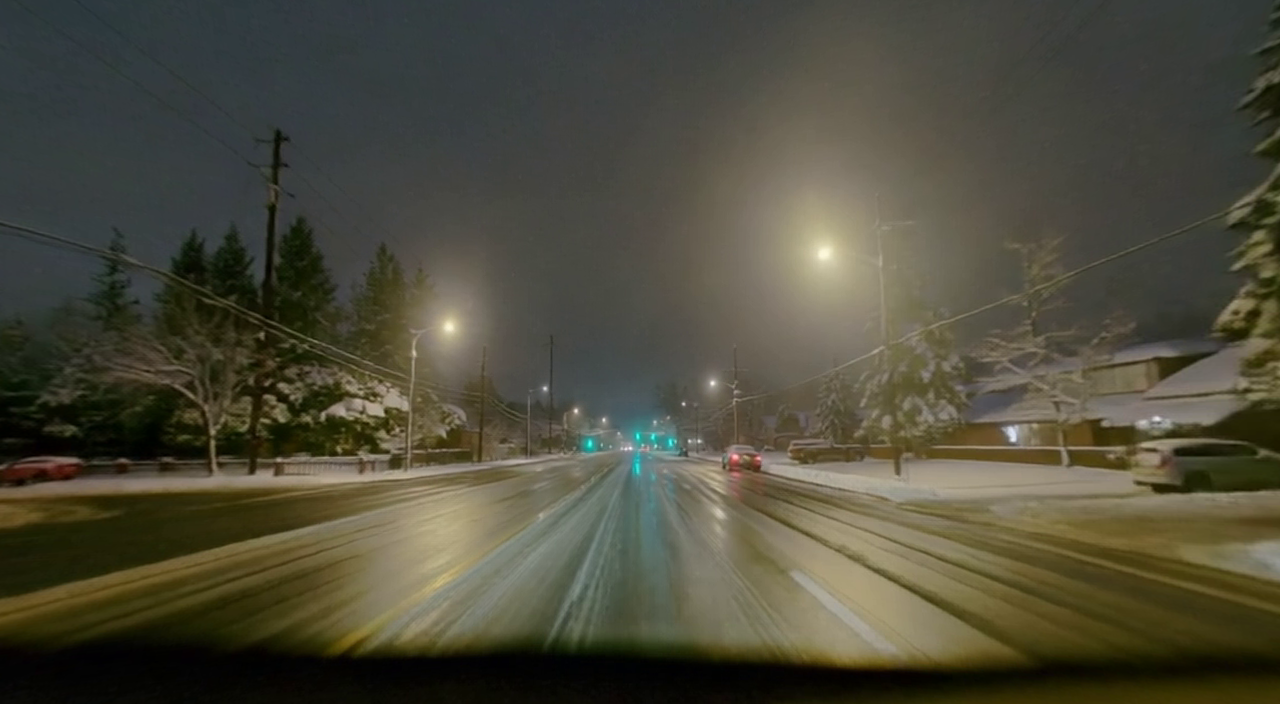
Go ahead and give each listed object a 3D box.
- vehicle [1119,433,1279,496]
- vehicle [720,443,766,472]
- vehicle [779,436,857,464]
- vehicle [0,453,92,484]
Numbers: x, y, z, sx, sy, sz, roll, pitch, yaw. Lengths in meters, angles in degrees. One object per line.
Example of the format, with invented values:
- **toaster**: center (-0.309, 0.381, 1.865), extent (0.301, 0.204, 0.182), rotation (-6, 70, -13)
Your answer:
- **vehicle**: center (15.142, 2.902, 16.471), extent (3.709, 1.509, 1.873), rotation (-1, -9, 0)
- **vehicle**: center (6.573, 6.774, 40.742), extent (2.043, 1.747, 4.680), rotation (0, -9, -2)
- **vehicle**: center (12.850, 7.111, 45.951), extent (5.037, 1.925, 2.021), rotation (-1, -9, 3)
- **vehicle**: center (-31.996, 6.141, 33.476), extent (1.866, 1.469, 4.473), rotation (-1, -9, 0)
